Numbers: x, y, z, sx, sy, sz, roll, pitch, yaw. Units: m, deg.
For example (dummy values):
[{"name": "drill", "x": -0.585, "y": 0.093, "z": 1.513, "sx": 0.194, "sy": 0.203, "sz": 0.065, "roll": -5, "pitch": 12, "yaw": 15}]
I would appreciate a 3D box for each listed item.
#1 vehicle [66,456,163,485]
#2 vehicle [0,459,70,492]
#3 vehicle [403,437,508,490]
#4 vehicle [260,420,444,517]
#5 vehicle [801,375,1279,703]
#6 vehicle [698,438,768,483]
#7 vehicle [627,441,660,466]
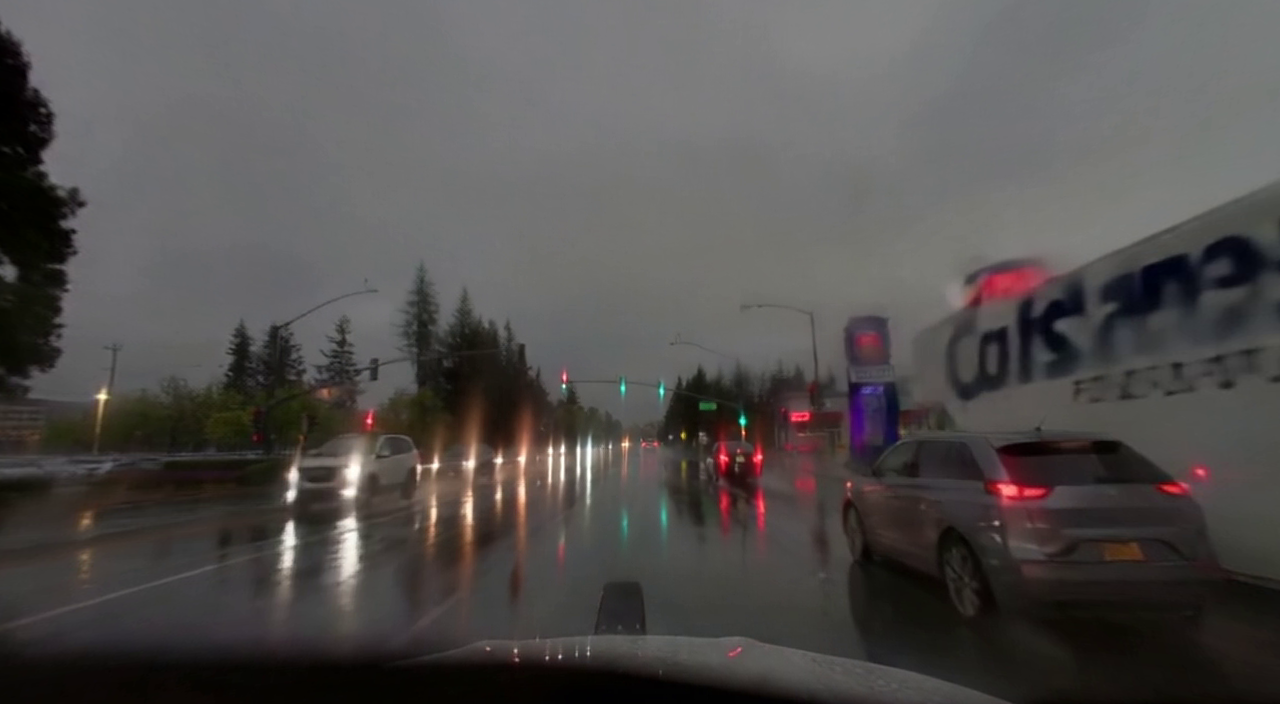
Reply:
[{"name": "vehicle", "x": -30.848, "y": 6.919, "z": 37.217, "sx": 3.950, "sy": 1.536, "sz": 1.932, "roll": 4, "pitch": -9, "yaw": -27}, {"name": "vehicle", "x": -31.092, "y": 6.034, "z": 30.877, "sx": 4.311, "sy": 1.476, "sz": 2.004, "roll": 4, "pitch": -9, "yaw": -26}, {"name": "vehicle", "x": -6.192, "y": 3.802, "z": 21.910, "sx": 2.176, "sy": 1.591, "sz": 4.778, "roll": 0, "pitch": -8, "yaw": 0}, {"name": "vehicle", "x": -6.287, "y": 2.595, "z": 14.584, "sx": 2.136, "sy": 1.837, "sz": 4.669, "roll": 0, "pitch": -8, "yaw": -2}, {"name": "vehicle", "x": 3.128, "y": 1.256, "z": 5.410, "sx": 2.174, "sy": 1.596, "sz": 4.779, "roll": 0, "pitch": -8, "yaw": -1}, {"name": "vehicle", "x": 3.283, "y": 3.940, "z": 23.174, "sx": 1.842, "sy": 1.480, "sz": 4.155, "roll": 0, "pitch": -8, "yaw": -1}, {"name": "vehicle", "x": 0.201, "y": 6.432, "z": 40.153, "sx": 2.008, "sy": 1.464, "sz": 4.052, "roll": 0, "pitch": -8, "yaw": 0}]
